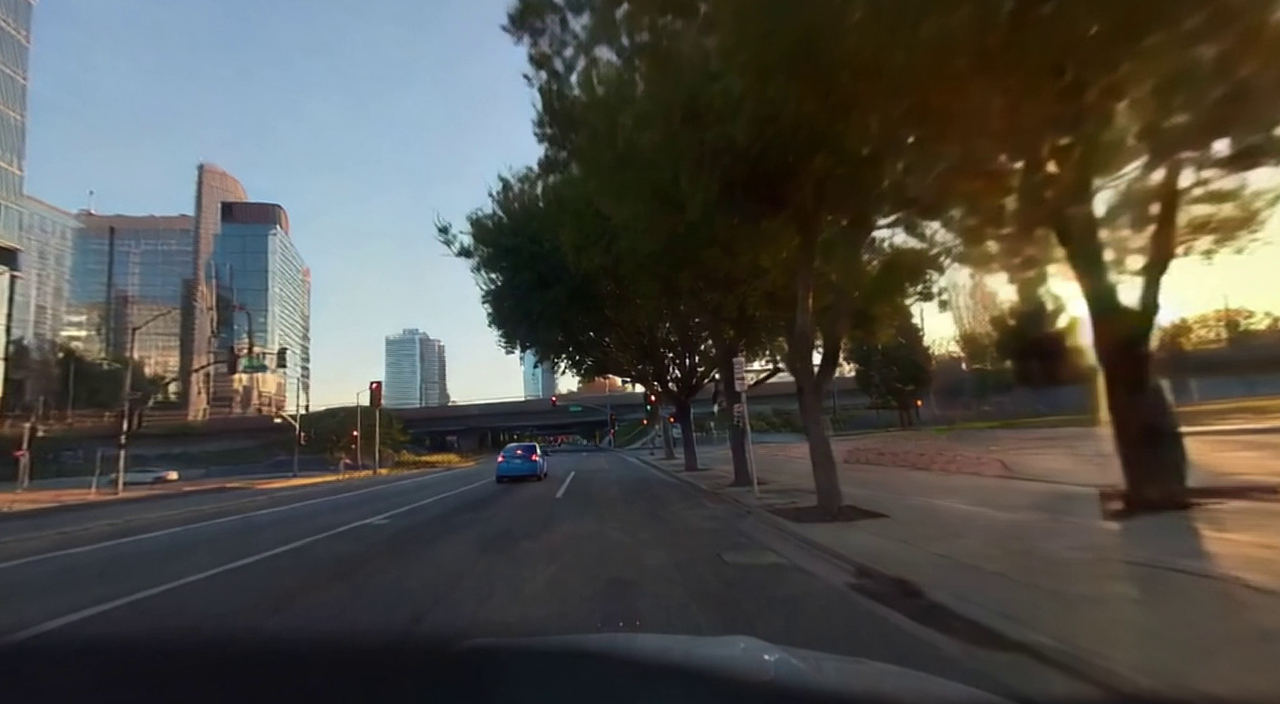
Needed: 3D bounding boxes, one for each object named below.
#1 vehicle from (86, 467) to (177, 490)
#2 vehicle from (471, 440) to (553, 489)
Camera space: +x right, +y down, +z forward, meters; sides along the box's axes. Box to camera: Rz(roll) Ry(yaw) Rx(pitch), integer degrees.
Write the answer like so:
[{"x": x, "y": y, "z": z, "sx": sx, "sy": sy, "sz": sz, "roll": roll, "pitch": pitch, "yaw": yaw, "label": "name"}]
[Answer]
[{"x": -37.517, "y": 9.332, "z": 46.718, "sx": 4.708, "sy": 1.466, "sz": 2.085, "roll": 1, "pitch": -9, "yaw": -9, "label": "vehicle"}, {"x": -4.482, "y": 3.972, "z": 22.794, "sx": 2.154, "sy": 1.465, "sz": 4.532, "roll": -1, "pitch": -8, "yaw": -2, "label": "vehicle"}]
